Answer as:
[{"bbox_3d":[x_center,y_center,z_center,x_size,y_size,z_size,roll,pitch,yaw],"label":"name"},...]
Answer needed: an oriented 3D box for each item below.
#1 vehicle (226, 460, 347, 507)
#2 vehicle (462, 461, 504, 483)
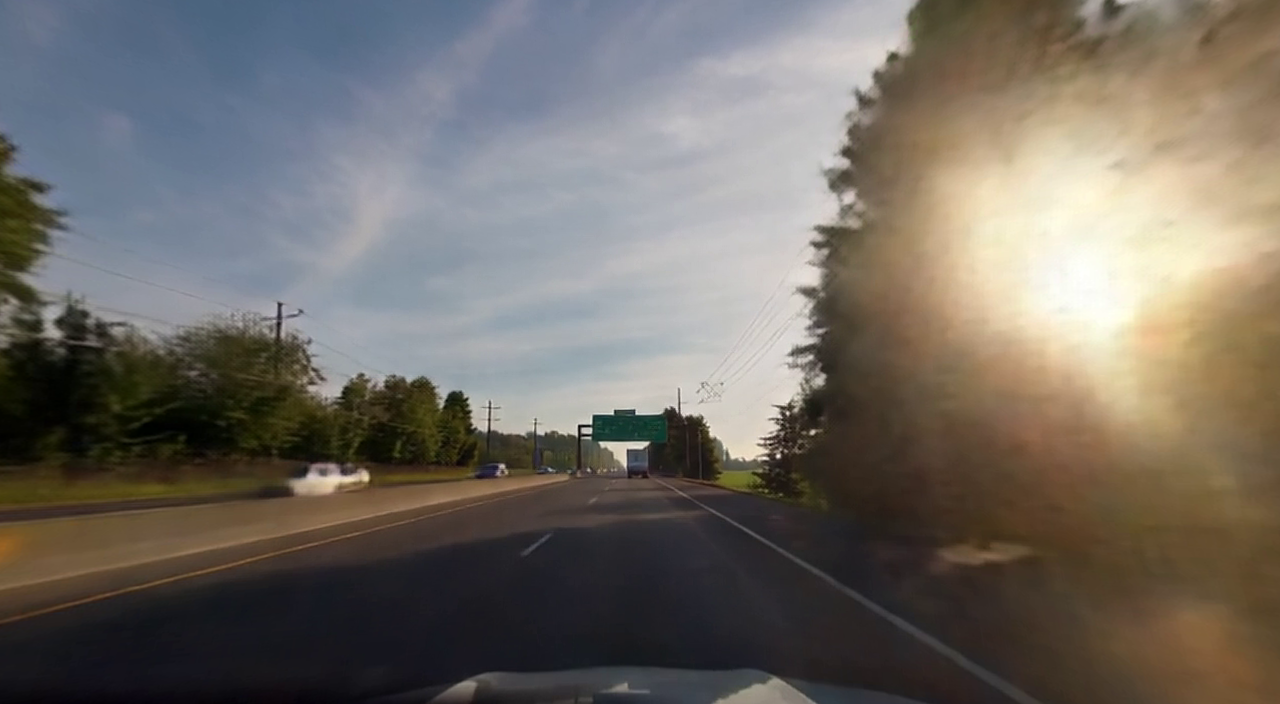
[{"bbox_3d":[-11.980,4.471,21.667,1.877,1.429,3.879,1,-10,0],"label":"vehicle"},{"bbox_3d":[-12.020,9.219,48.505,1.887,1.528,4.789,1,-10,1],"label":"vehicle"}]
